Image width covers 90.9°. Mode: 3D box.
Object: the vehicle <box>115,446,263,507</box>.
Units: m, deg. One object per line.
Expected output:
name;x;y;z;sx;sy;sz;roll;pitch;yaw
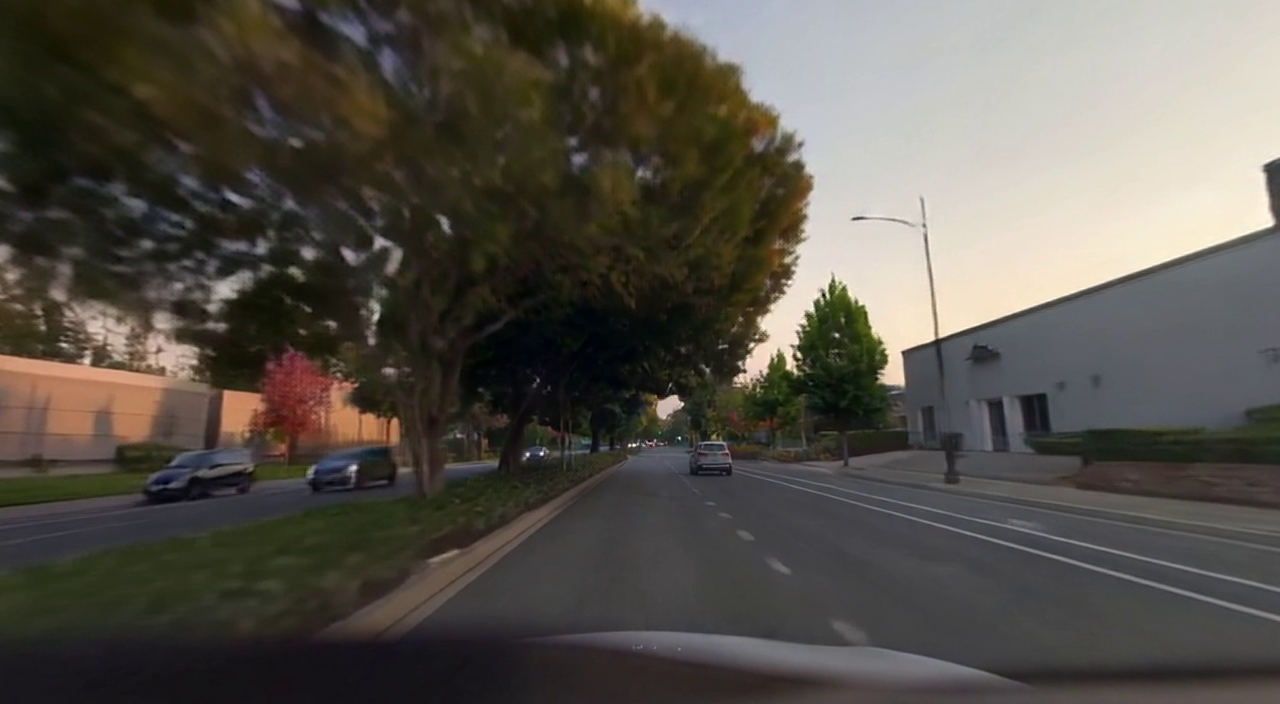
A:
vehicle;-16.633;4.554;23.652;2.070;1.892;4.708;-2;-8;0

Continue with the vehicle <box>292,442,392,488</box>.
vehicle;-12.427;4.713;26.663;1.951;1.760;4.410;0;-8;1

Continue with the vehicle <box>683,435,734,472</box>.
vehicle;3.520;5.304;33.172;2.143;1.759;4.378;0;-8;-1

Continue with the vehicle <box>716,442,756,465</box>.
vehicle;6.655;7.057;44.109;2.100;1.491;4.563;0;-8;0
